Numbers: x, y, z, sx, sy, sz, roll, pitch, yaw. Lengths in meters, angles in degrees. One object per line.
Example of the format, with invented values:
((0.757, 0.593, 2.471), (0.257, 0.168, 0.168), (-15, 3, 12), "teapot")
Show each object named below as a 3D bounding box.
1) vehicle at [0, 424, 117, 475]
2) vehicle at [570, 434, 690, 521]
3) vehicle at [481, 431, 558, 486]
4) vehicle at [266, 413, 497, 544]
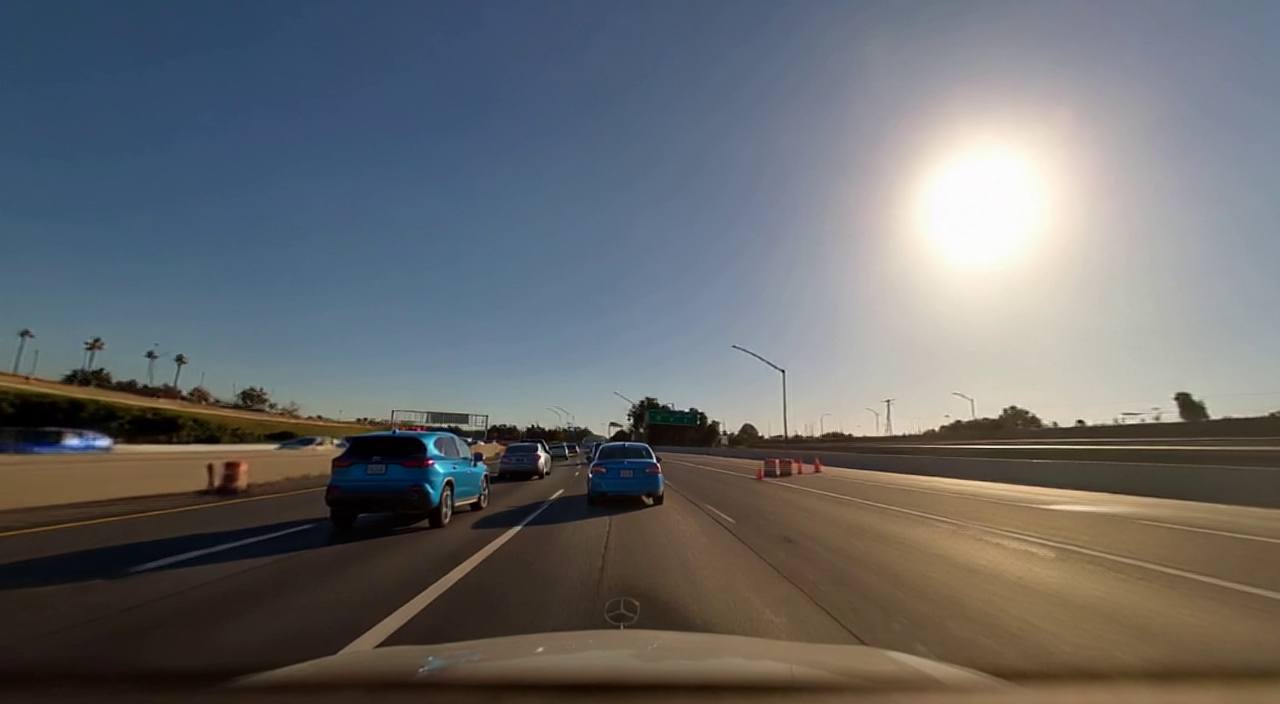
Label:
((-20.767, 3.337, 21.703), (2.028, 1.548, 4.279), (0, -9, -2), "vehicle")
((-0.226, 2.472, 12.970), (2.069, 1.484, 3.982), (0, -9, -2), "vehicle")
((-4.150, 3.729, 22.381), (1.982, 1.727, 4.057), (0, -9, -1), "vehicle")
((-3.866, 1.968, 10.392), (2.025, 1.708, 4.089), (0, -9, 0), "vehicle")
